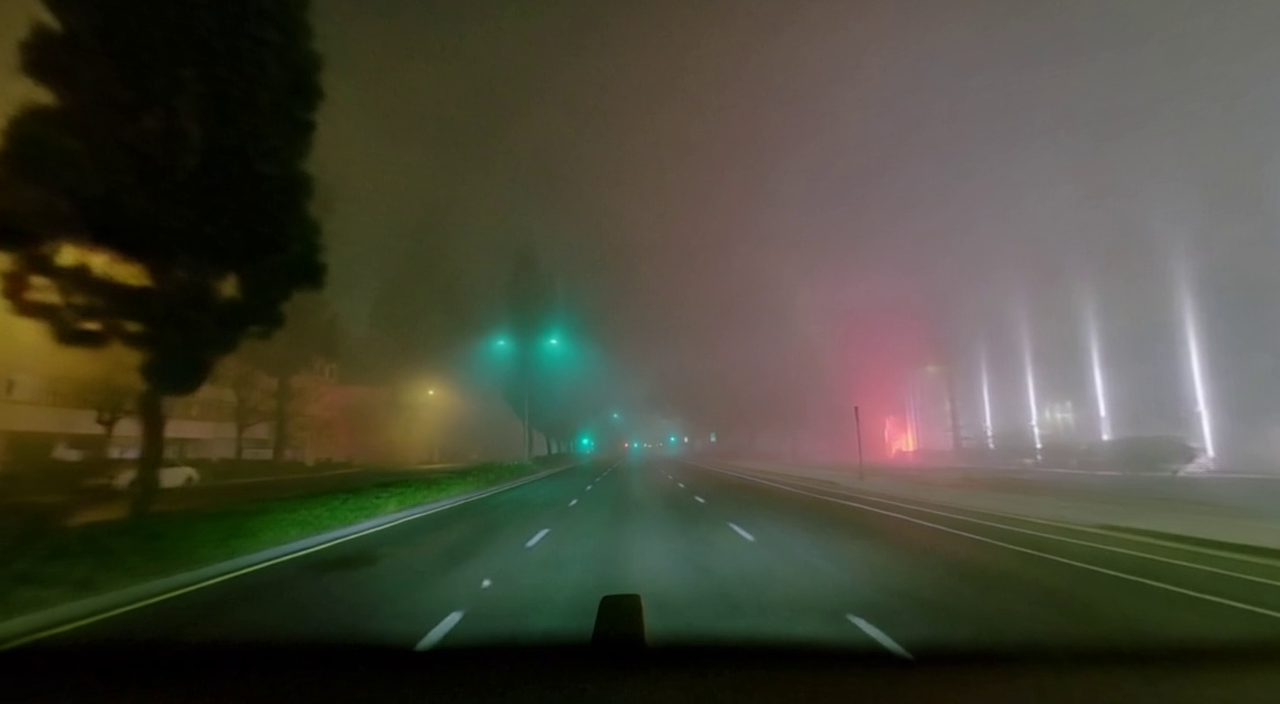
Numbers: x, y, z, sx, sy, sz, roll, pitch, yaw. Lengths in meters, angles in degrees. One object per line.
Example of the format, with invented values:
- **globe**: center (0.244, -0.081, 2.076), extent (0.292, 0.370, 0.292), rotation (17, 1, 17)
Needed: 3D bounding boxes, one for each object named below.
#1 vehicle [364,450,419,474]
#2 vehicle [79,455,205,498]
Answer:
- **vehicle**: center (-16.899, 7.482, 43.225), extent (1.877, 1.525, 4.312), rotation (-1, -8, 3)
- **vehicle**: center (-22.319, 5.556, 28.601), extent (1.990, 1.650, 4.617), rotation (0, -8, -1)
